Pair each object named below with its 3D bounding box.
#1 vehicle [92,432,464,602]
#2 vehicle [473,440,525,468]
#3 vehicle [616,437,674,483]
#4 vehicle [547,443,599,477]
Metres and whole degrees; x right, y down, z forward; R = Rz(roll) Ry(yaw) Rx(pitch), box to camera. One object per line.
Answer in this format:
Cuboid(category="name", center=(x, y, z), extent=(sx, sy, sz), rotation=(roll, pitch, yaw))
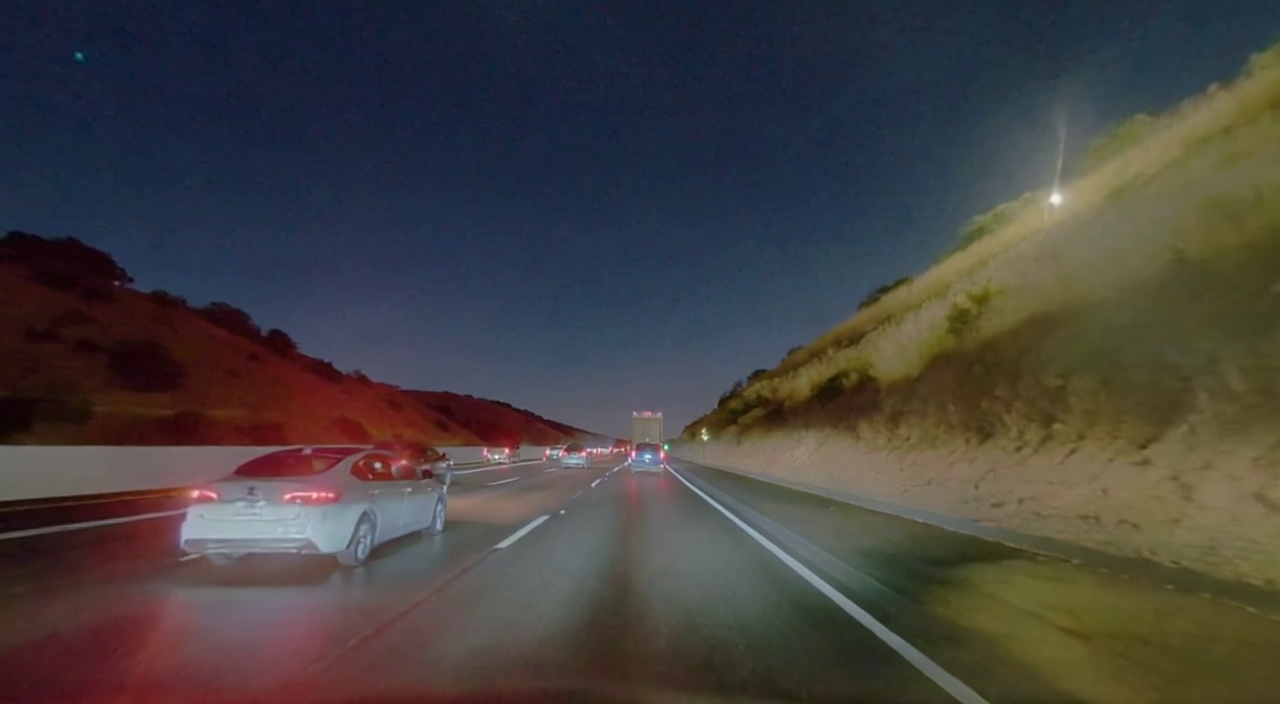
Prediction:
Cuboid(category="vehicle", center=(-3.885, 1.813, 7.962), extent=(1.943, 1.468, 4.547), rotation=(1, -8, 1))
Cuboid(category="vehicle", center=(-10.798, 7.889, 48.939), extent=(2.421, 2.025, 6.236), rotation=(1, -8, 2))
Cuboid(category="vehicle", center=(0.202, 4.612, 27.159), extent=(2.281, 1.795, 4.297), rotation=(1, -8, 0))
Cuboid(category="vehicle", center=(-3.458, 5.693, 33.532), extent=(2.155, 1.661, 4.477), rotation=(1, -8, 2))
